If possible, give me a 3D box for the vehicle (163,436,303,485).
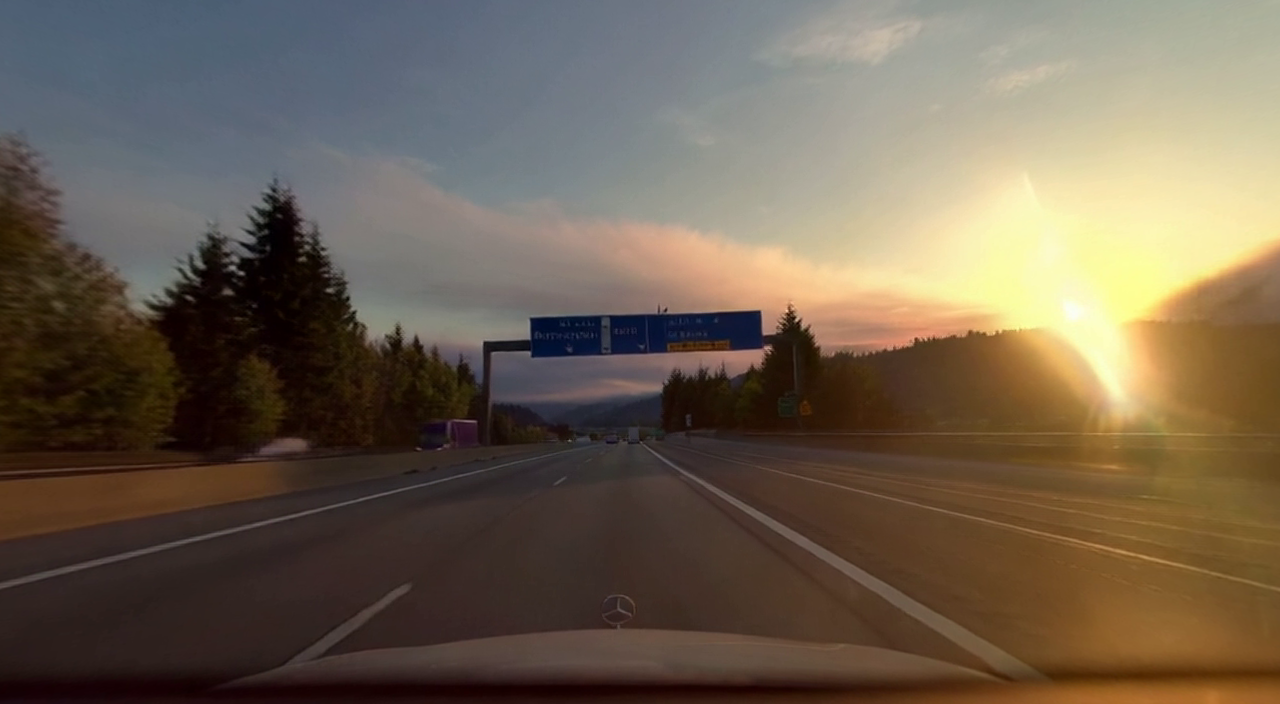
[{"bbox_3d":[-13.715,3.651,21.567,1.941,1.486,4.335,0,-8,-1],"label":"vehicle"}]
